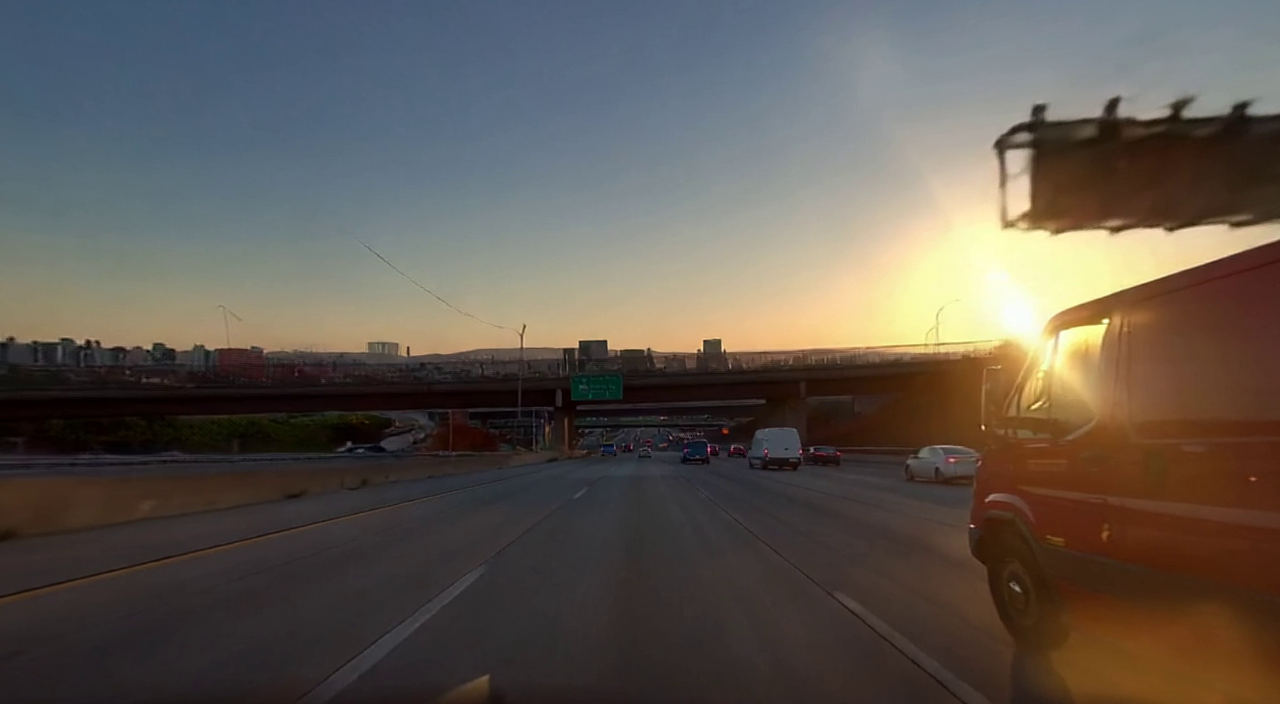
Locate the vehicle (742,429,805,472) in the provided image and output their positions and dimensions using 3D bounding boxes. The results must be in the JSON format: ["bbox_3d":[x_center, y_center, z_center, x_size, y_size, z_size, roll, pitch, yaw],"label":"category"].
[{"bbox_3d":[7.464,5.586,35.840,2.301,2.203,5.419,0,-8,-1],"label":"vehicle"}]

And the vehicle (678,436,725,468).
[{"bbox_3d":[3.999,6.672,42.133,2.464,1.961,5.520,0,-8,-1],"label":"vehicle"}]

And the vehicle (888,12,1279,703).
[{"bbox_3d":[3.345,0.191,1.635,2.436,2.745,7.034,0,-8,-1],"label":"vehicle"}]
